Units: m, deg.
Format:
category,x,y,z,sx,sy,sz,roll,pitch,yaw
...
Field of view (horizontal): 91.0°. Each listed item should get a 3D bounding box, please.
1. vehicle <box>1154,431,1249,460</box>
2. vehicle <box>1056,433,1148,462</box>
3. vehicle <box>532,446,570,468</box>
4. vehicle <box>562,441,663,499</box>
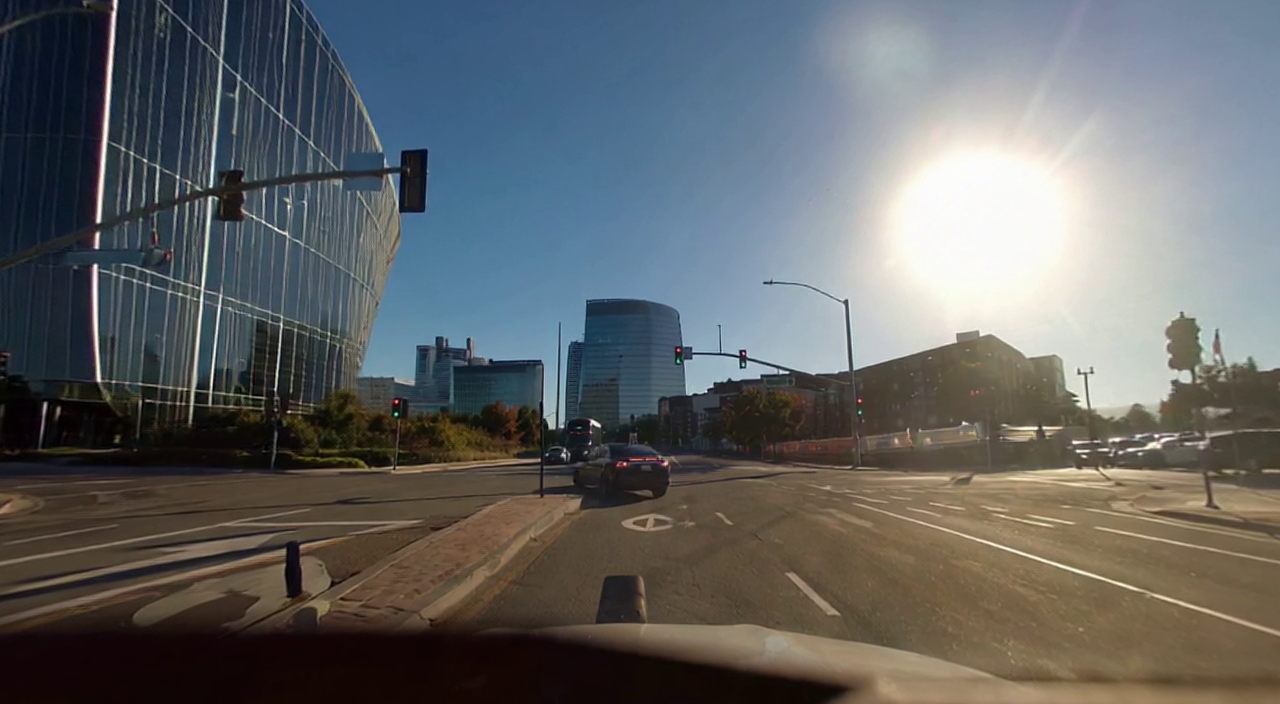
category,x,y,z,sx,sy,sz,roll,pitch,yaw
vehicle,30.442,5.087,34.295,1.946,1.467,3.670,-1,-9,5
vehicle,25.572,5.313,35.068,2.021,1.484,4.454,-1,-9,5
vehicle,-6.698,7.937,47.817,2.113,1.535,4.504,0,-9,2
vehicle,-0.967,3.488,19.065,2.014,1.525,4.197,3,-9,-18
